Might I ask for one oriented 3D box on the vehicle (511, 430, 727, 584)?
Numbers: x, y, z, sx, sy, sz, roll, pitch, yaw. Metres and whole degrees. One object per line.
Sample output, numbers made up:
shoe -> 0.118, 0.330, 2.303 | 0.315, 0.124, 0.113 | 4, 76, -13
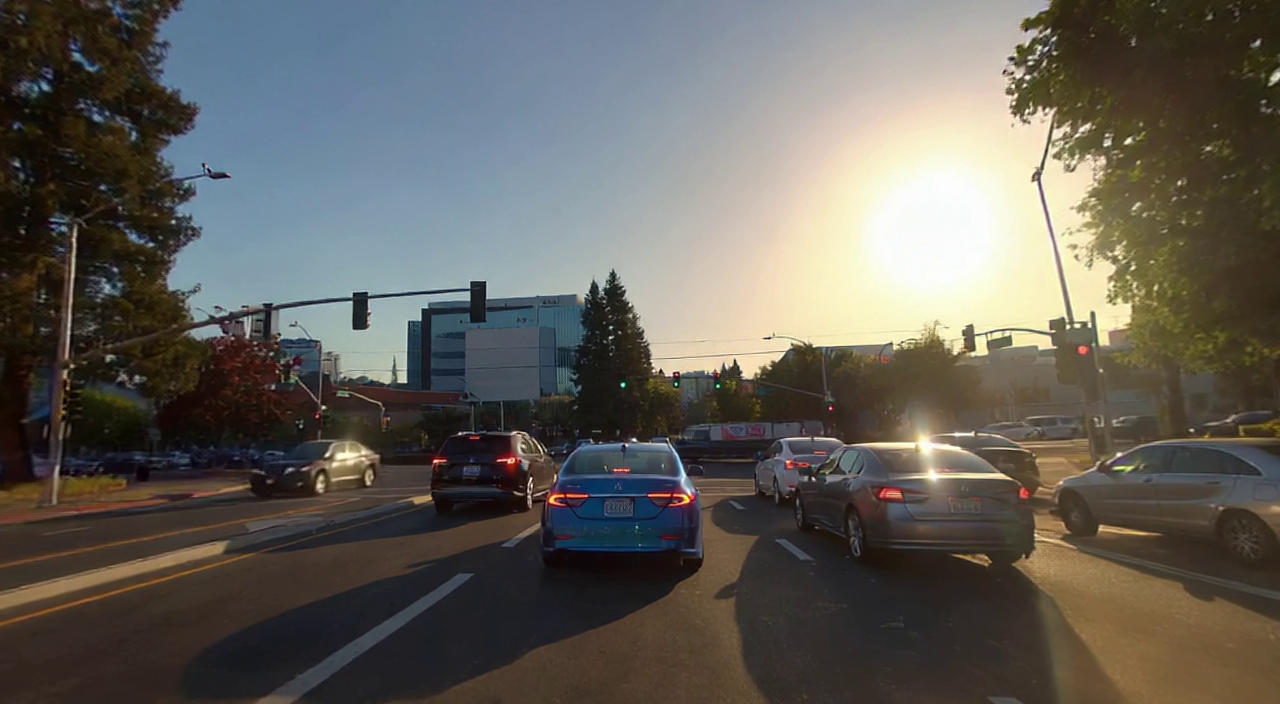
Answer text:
vehicle -> -0.177, 1.801, 8.164 | 2.098, 1.477, 3.897 | 0, -8, 1

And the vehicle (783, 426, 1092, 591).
vehicle -> 3.236, 1.760, 7.997 | 2.020, 1.513, 4.120 | 0, -8, 2

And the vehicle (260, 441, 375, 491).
vehicle -> -12.196, 4.311, 24.288 | 1.959, 1.704, 4.410 | 0, -8, 2

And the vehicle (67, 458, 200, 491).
vehicle -> -25.293, 6.142, 31.755 | 4.679, 1.488, 2.052 | 2, -9, -12

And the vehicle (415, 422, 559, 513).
vehicle -> -3.431, 2.711, 15.408 | 2.160, 1.823, 5.115 | 0, -8, 1

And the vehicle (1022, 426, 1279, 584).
vehicle -> 7.179, 1.731, 7.820 | 2.004, 1.508, 4.646 | 0, -8, 0
